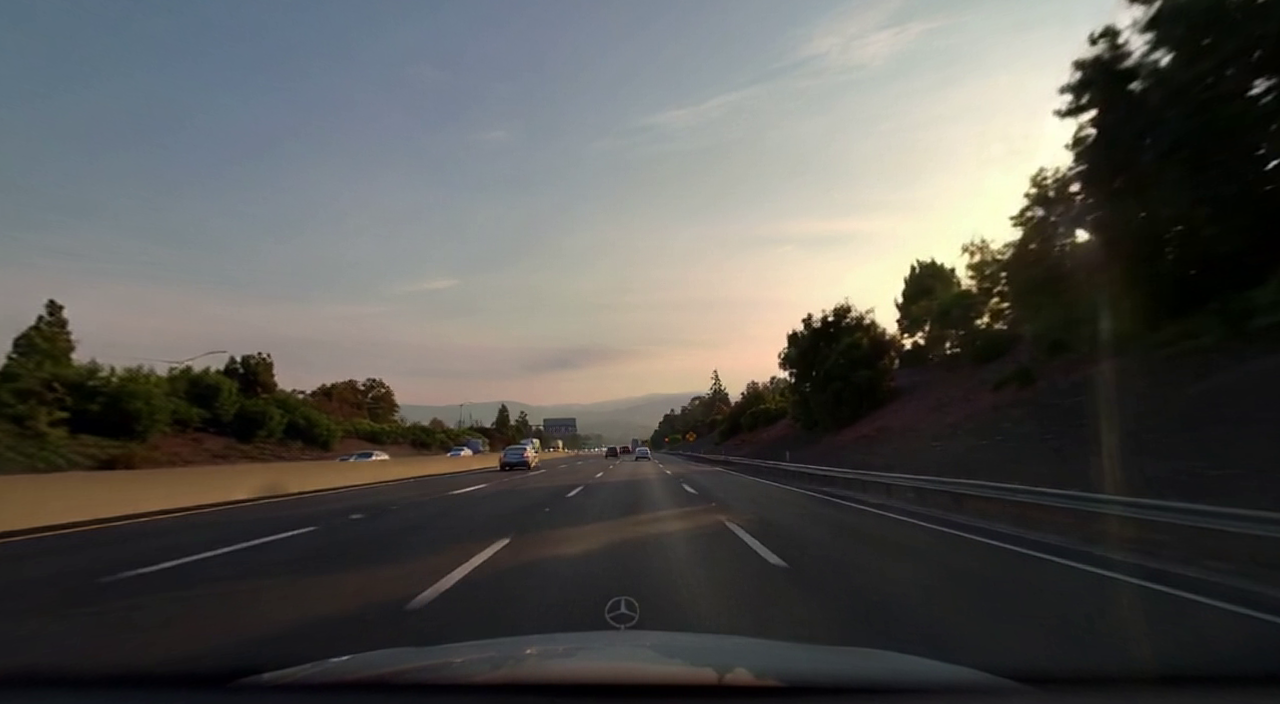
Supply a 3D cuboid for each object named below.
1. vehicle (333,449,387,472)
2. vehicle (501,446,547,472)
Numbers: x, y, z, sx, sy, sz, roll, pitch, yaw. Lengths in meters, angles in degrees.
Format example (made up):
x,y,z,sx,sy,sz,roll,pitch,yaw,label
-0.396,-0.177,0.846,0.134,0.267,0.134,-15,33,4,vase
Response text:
x,y,z,sx,sy,sz,roll,pitch,yaw,label
-19.087,7.395,43.135,1.780,1.466,3.993,0,-9,1,vehicle
-7.242,6.731,39.880,1.973,1.494,4.419,0,-9,1,vehicle
